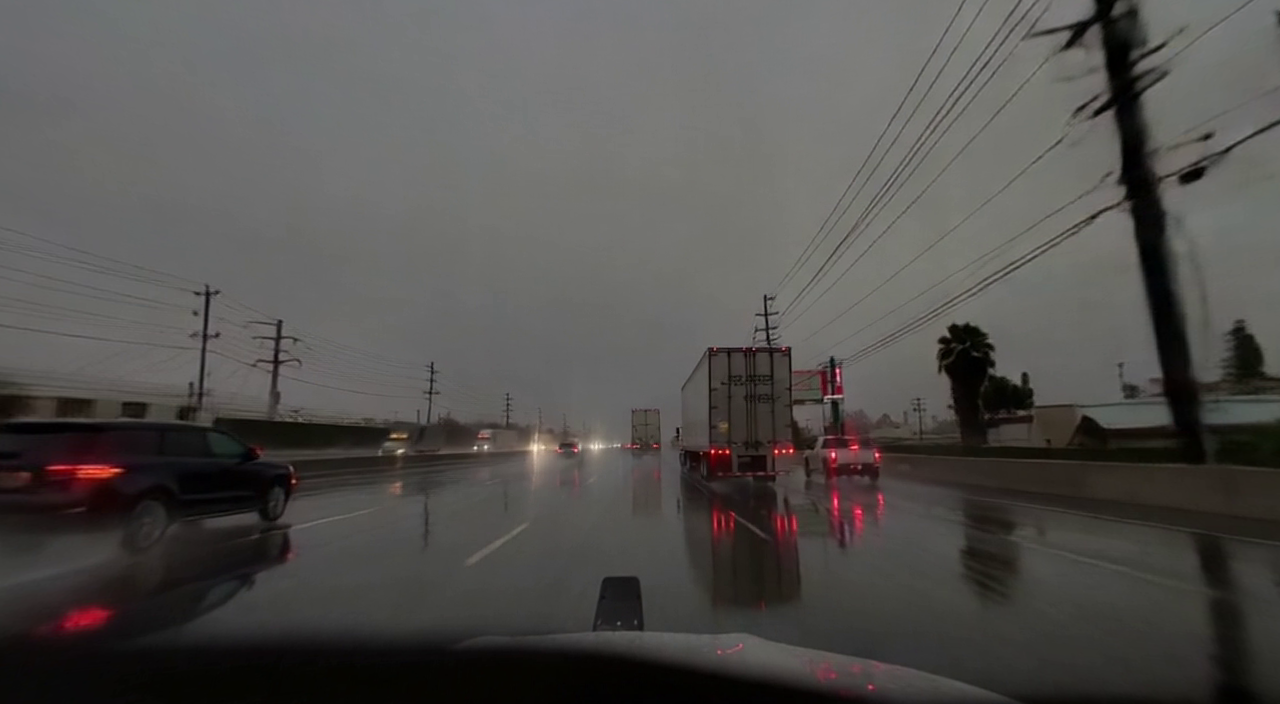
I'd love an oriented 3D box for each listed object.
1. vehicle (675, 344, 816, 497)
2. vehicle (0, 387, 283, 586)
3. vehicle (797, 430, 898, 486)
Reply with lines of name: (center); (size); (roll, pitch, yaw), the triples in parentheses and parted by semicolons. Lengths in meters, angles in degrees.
vehicle: (3.305, 3.086, 25.564); (2.892, 4.152, 16.575); (0, -9, 0)
vehicle: (-7.008, 1.606, 8.188); (2.004, 1.846, 4.739); (0, -9, -1)
vehicle: (7.490, 3.877, 23.441); (2.115, 1.844, 4.522); (0, -9, -1)
